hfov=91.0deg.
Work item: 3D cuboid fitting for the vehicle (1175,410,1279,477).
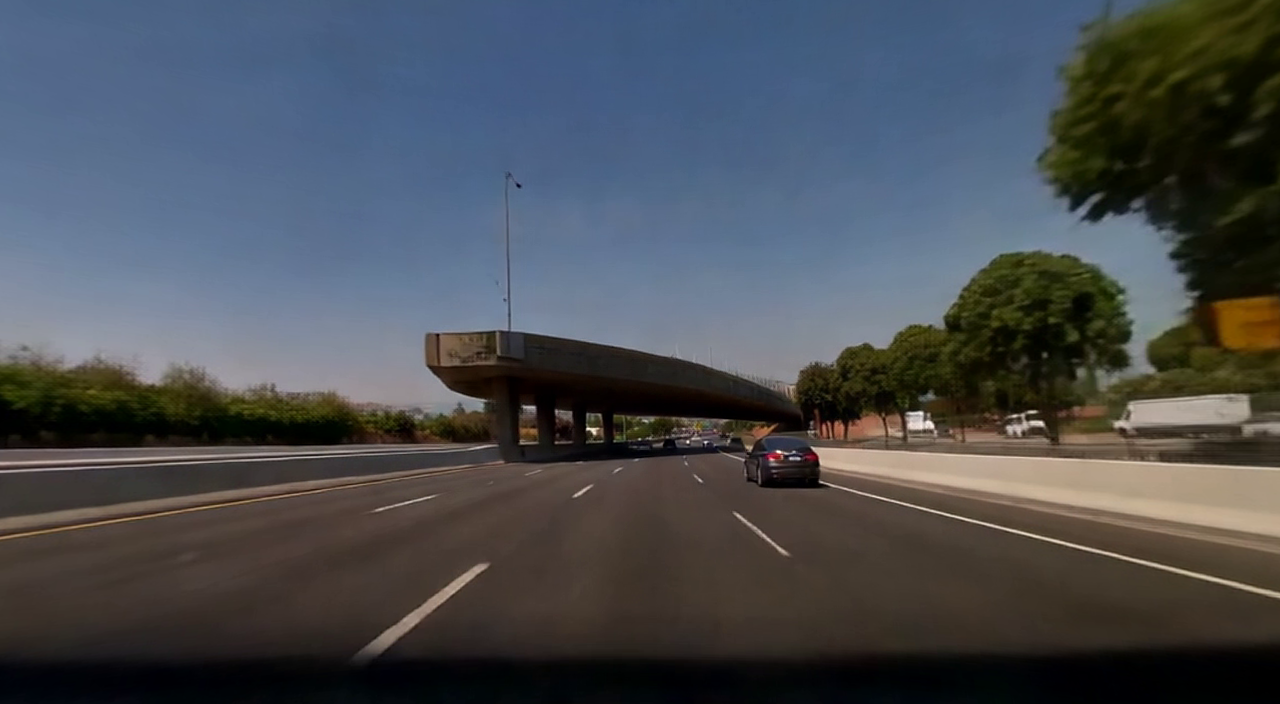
[{"bbox_3d":[19.135,2.756,18.971,2.165,1.867,4.641,-1,-8,5],"label":"vehicle"}]

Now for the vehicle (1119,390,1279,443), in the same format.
[{"bbox_3d":[36.431,4.317,40.805,8.026,2.943,2.564,-10,-12,40],"label":"vehicle"}]

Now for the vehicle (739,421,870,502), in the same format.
[{"bbox_3d":[3.872,2.670,15.692,2.090,1.715,4.228,0,-8,0],"label":"vehicle"}]
